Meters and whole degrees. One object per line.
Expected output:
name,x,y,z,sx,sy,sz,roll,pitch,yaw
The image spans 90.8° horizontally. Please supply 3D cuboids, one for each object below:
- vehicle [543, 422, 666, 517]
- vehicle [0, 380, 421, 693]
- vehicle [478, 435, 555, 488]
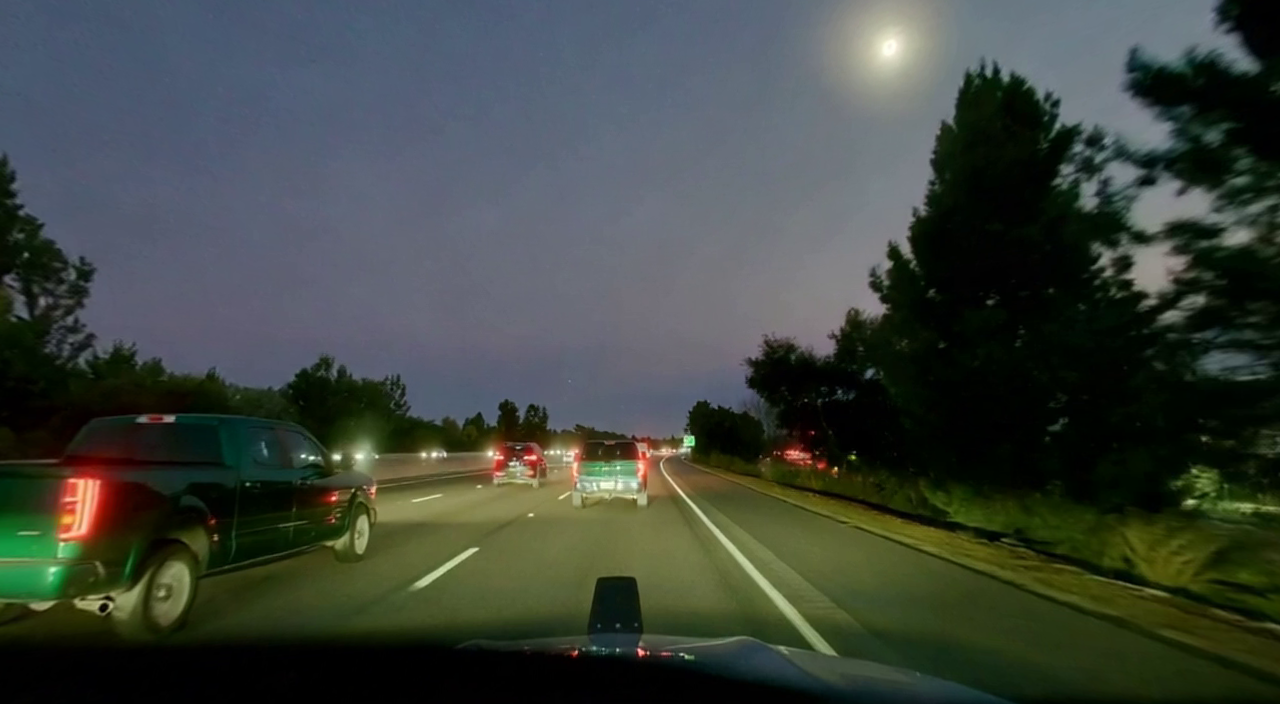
vehicle,-0.641,2.522,14.063,2.293,1.753,4.380,0,-8,1
vehicle,-4.056,1.387,6.114,2.038,1.704,5.181,0,-8,0
vehicle,-4.464,4.008,23.486,1.991,1.776,4.333,0,-8,0
